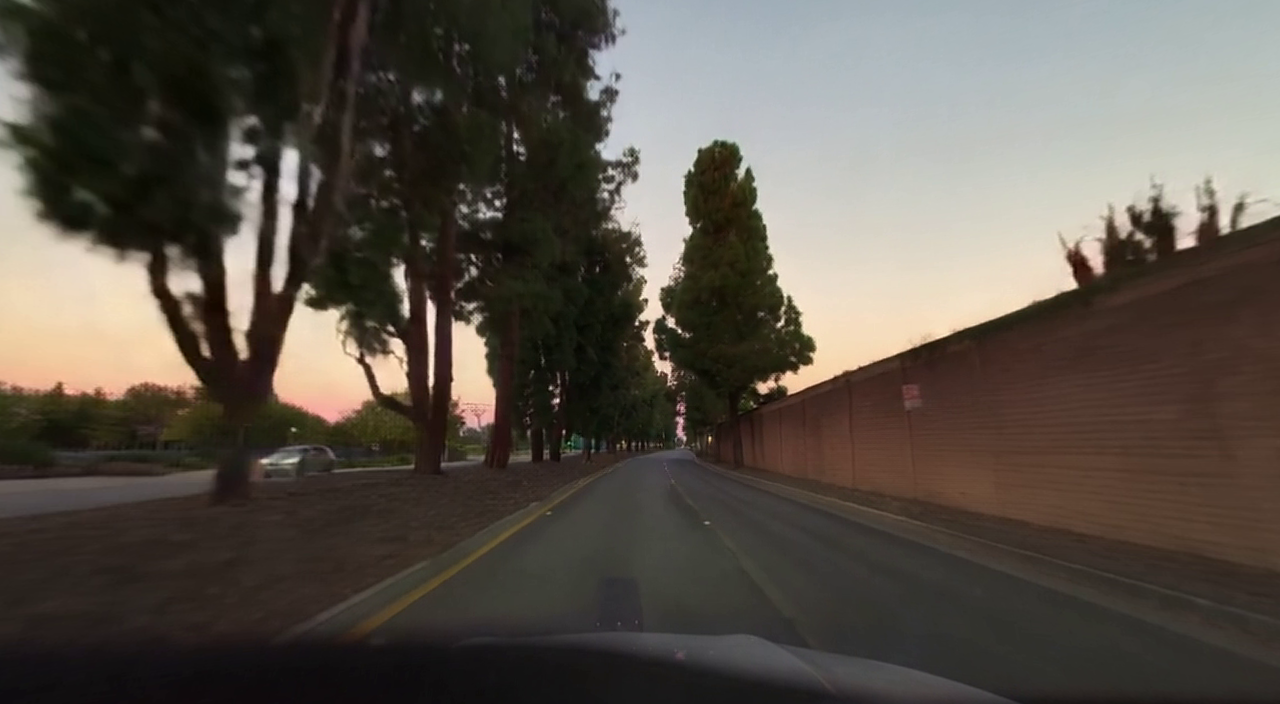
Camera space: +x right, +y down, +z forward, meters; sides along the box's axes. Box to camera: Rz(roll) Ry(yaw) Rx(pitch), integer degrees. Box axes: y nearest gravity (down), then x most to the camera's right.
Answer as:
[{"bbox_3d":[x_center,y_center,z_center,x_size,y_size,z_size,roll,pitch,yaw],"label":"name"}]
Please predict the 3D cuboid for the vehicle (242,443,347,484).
[{"bbox_3d":[-14.775,4.767,27.259,1.995,1.630,4.533,0,-8,-1],"label":"vehicle"}]
